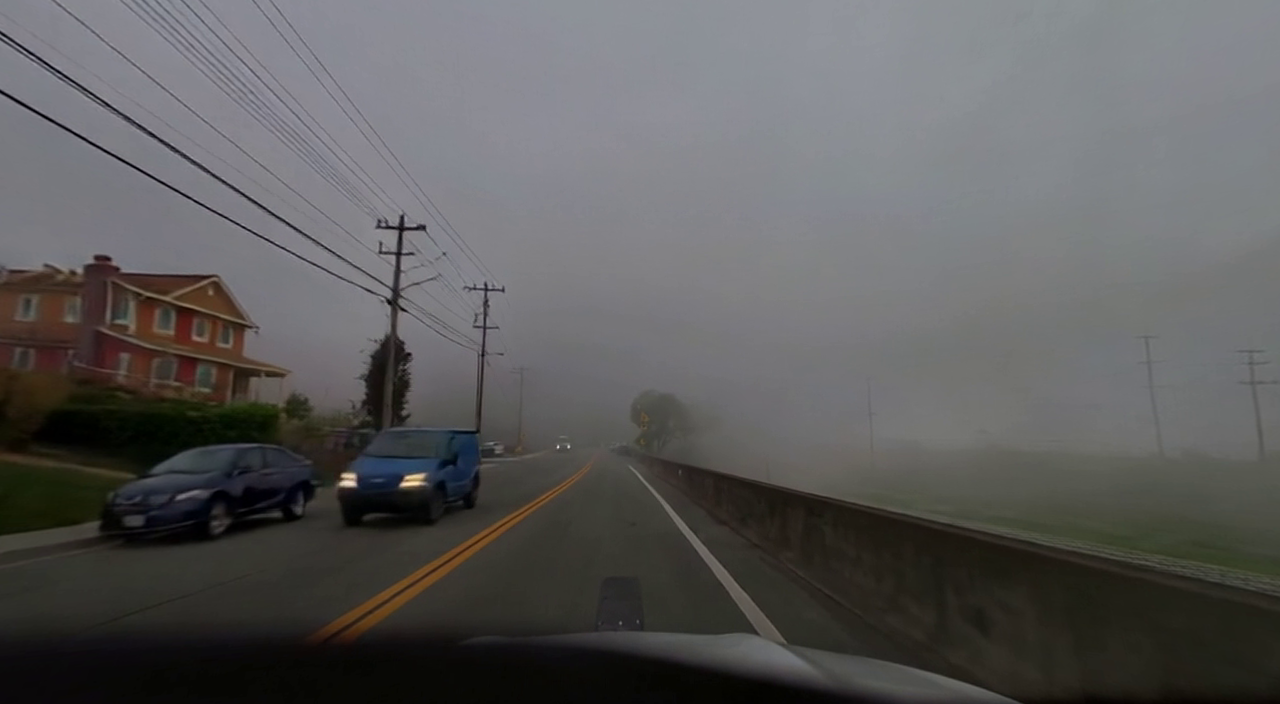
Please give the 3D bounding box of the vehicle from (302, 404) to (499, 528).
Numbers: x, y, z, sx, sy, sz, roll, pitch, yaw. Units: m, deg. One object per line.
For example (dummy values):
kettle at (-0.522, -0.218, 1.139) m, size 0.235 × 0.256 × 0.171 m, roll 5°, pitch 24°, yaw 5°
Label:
vehicle at (-4.246, 2.122, 12.206) m, size 2.057 × 1.905 × 4.670 m, roll 0°, pitch -9°, yaw -2°

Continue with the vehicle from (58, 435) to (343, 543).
vehicle at (-7.470, 2.337, 11.569) m, size 1.863 × 1.522 × 4.901 m, roll 0°, pitch -9°, yaw -3°
